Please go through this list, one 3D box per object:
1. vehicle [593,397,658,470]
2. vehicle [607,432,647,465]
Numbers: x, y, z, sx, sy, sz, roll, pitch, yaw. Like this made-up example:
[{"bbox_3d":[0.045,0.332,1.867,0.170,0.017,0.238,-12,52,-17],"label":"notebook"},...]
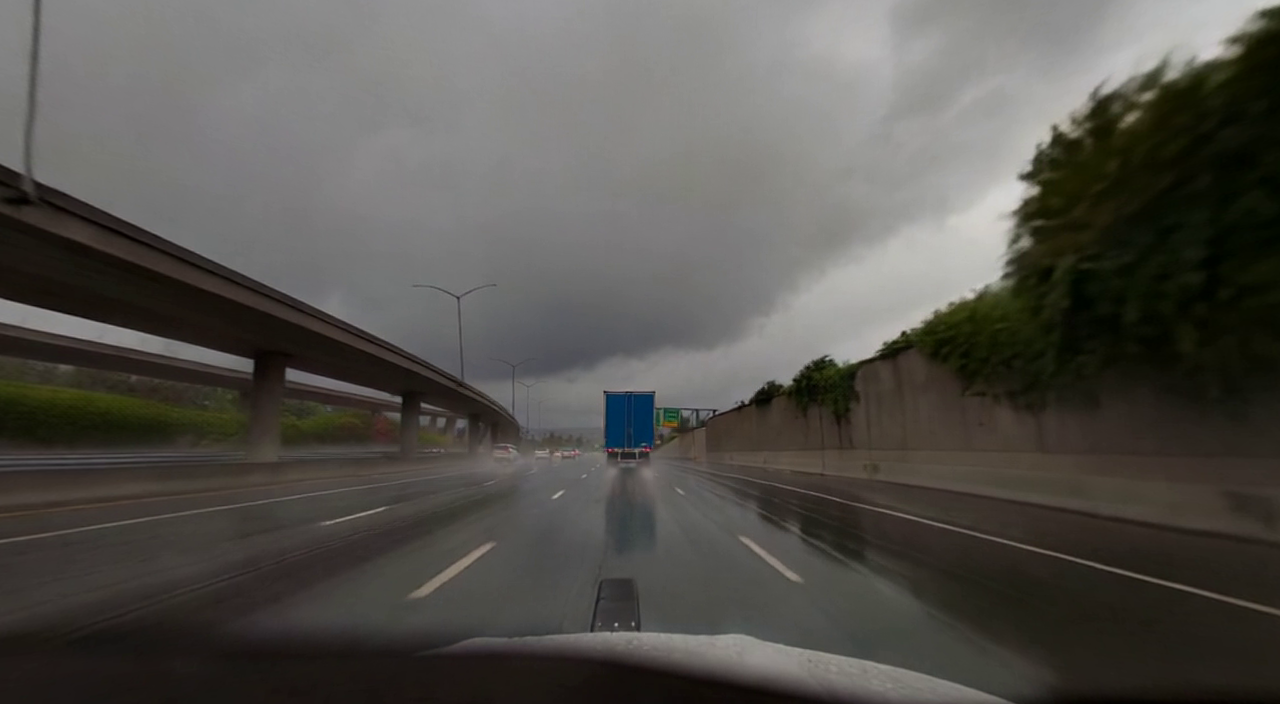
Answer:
[{"bbox_3d":[-0.843,5.037,37.850,3.233,3.678,11.032,1,-9,-1],"label":"vehicle"},{"bbox_3d":[-0.731,5.343,35.007,2.052,1.666,4.358,1,-9,-2],"label":"vehicle"}]
